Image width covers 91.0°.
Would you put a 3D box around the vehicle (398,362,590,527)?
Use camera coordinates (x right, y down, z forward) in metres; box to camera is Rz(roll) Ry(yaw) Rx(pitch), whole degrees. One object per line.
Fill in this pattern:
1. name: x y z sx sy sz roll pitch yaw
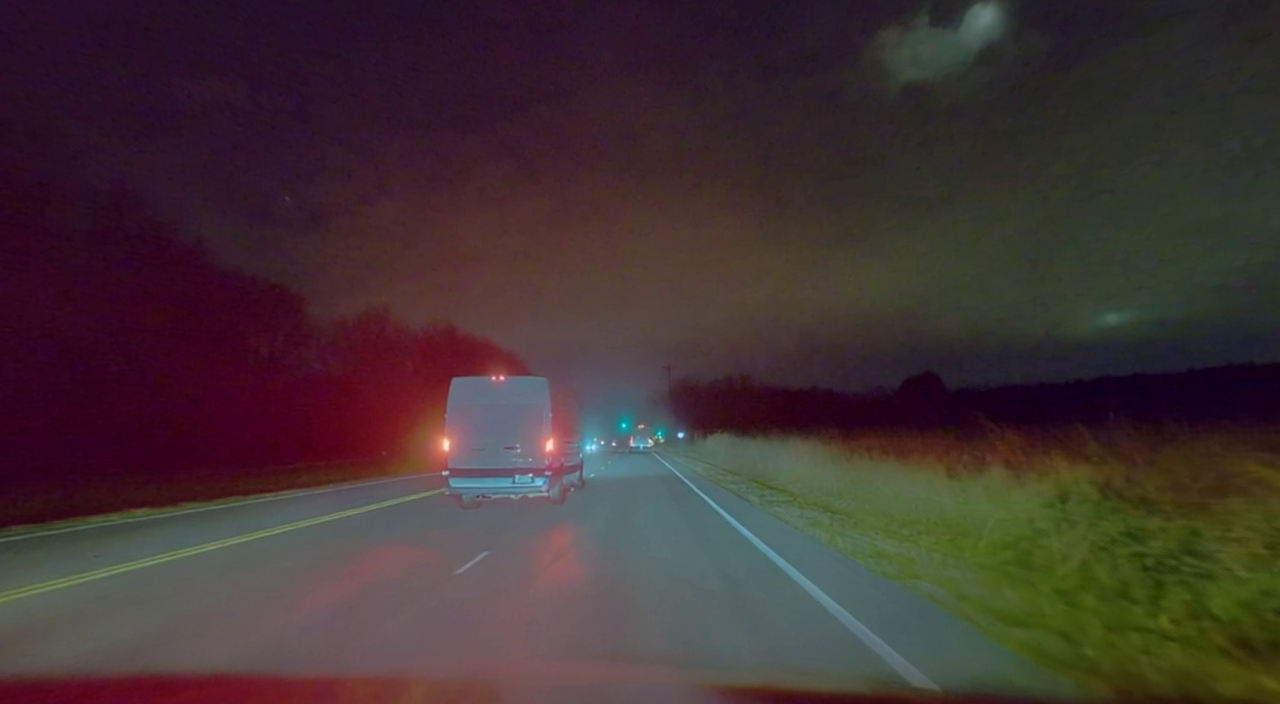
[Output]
1. vehicle: -2.573 1.911 13.182 2.497 2.628 6.016 0 -8 1
